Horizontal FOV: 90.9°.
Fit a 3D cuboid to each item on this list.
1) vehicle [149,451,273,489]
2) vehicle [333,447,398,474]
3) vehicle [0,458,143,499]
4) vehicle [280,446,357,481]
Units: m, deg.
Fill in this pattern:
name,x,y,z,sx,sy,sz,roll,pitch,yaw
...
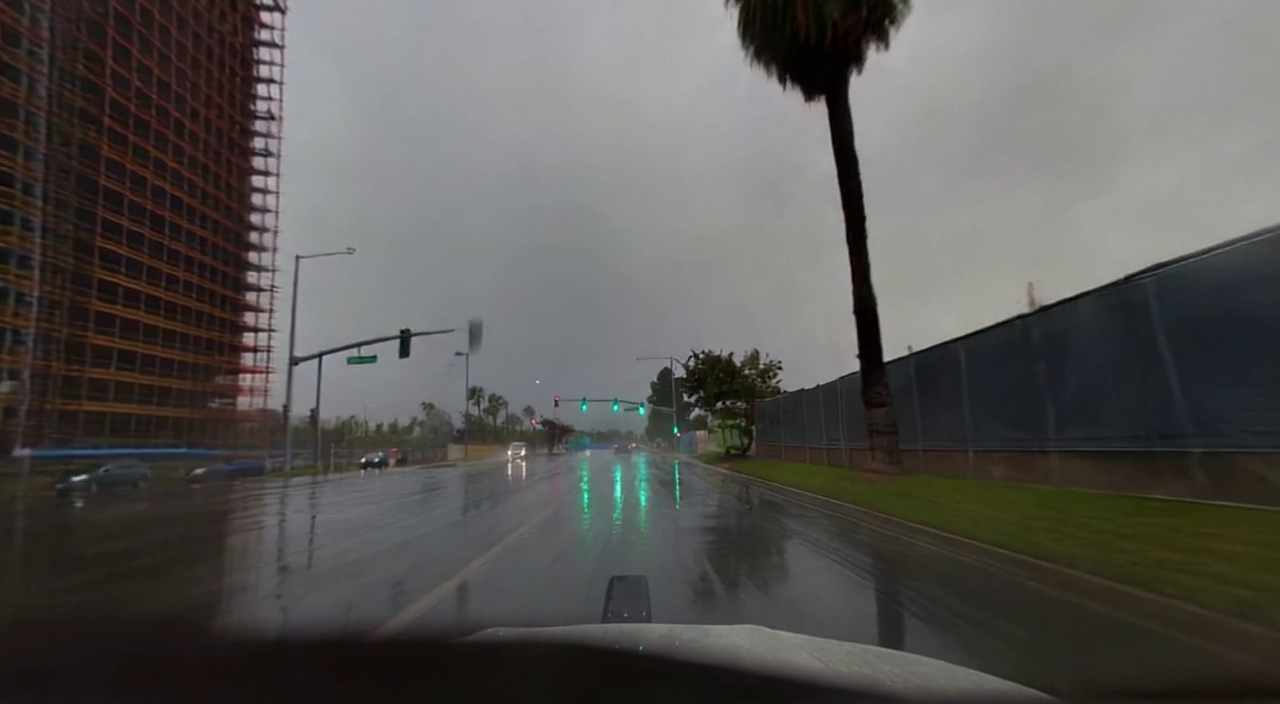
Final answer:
name,x,y,z,sx,sy,sz,roll,pitch,yaw
vehicle,-21.204,5.779,31.377,2.050,1.686,4.593,-4,-9,25
vehicle,-19.354,7.677,44.785,2.378,1.783,4.912,0,-9,0
vehicle,-24.568,5.371,27.077,1.790,1.484,4.651,-7,-11,40
vehicle,-19.352,6.710,38.225,2.105,1.805,4.641,-3,-8,2
